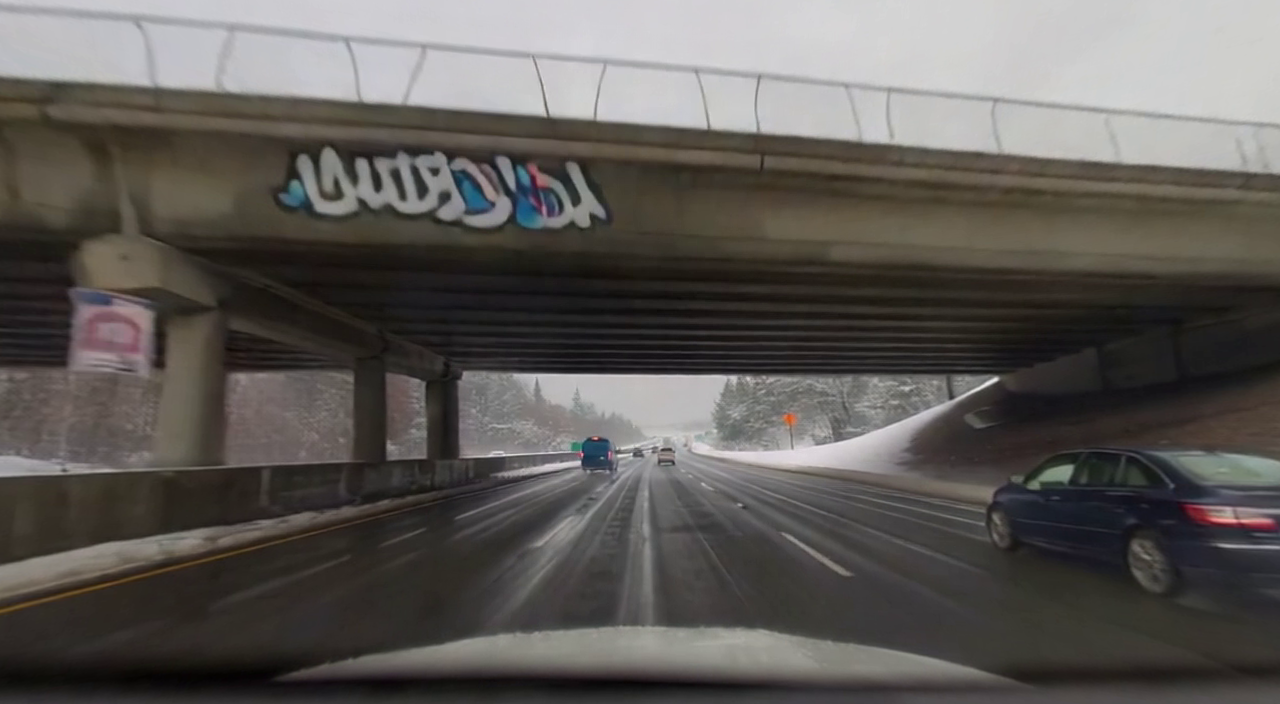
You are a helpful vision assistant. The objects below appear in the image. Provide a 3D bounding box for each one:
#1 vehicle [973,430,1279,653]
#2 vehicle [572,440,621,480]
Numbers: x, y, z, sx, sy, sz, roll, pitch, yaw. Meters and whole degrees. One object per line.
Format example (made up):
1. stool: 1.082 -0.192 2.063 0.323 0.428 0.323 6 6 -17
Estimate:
1. vehicle: 5.298 1.503 5.767 1.972 1.492 4.623 0 -9 0
2. vehicle: -2.321 5.940 35.045 2.310 2.030 5.094 0 -9 1
